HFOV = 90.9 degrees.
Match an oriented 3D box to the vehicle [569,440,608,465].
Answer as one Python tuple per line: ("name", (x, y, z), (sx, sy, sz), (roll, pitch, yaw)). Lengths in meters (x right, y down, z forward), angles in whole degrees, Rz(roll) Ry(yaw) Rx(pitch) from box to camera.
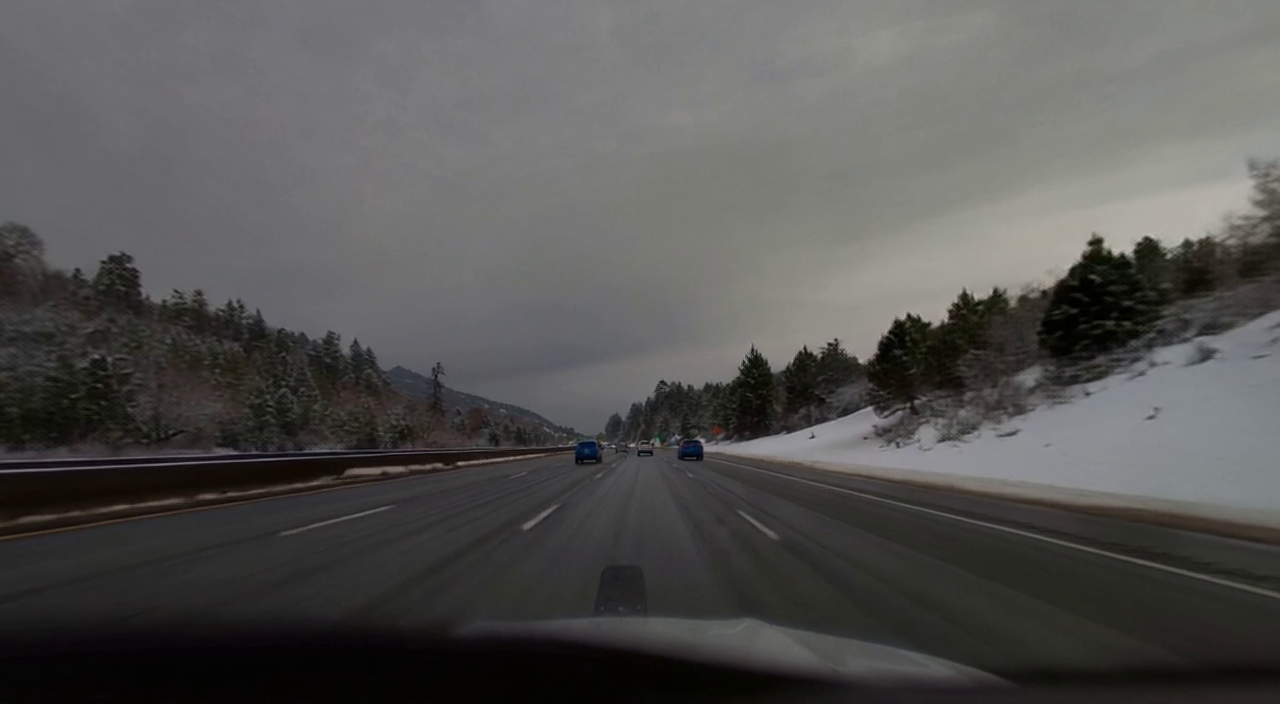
("vehicle", (-3.381, 6.690, 42.032), (2.159, 1.562, 4.441), (0, -8, 1))
